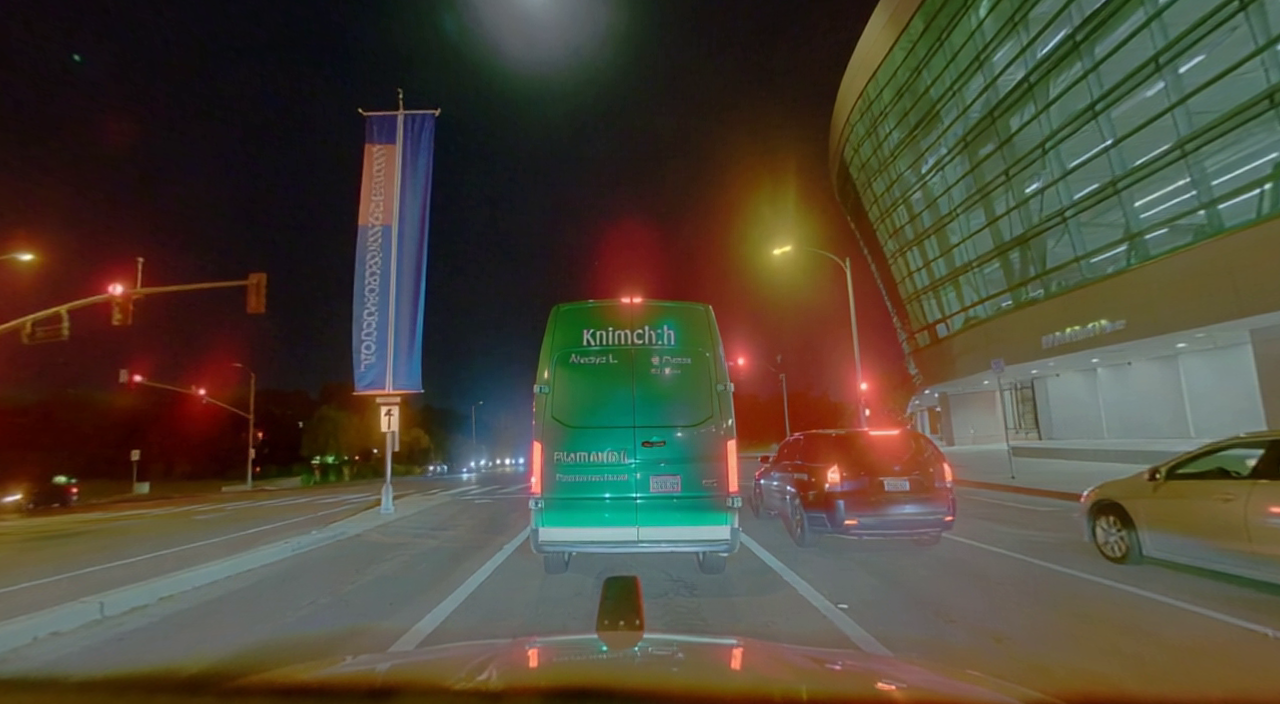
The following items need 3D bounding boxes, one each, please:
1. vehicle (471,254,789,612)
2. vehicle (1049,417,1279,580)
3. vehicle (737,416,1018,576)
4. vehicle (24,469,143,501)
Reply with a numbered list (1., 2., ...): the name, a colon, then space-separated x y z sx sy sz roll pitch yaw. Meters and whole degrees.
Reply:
1. vehicle: -0.044 1.174 9.041 2.613 3.035 7.342 0 -8 1
2. vehicle: 7.535 1.584 7.002 1.963 1.669 4.678 3 -9 -20
3. vehicle: 2.880 1.863 9.040 2.183 1.676 4.506 0 -8 -1
4. vehicle: -31.095 7.435 35.401 4.806 1.652 1.869 0 -8 -2
